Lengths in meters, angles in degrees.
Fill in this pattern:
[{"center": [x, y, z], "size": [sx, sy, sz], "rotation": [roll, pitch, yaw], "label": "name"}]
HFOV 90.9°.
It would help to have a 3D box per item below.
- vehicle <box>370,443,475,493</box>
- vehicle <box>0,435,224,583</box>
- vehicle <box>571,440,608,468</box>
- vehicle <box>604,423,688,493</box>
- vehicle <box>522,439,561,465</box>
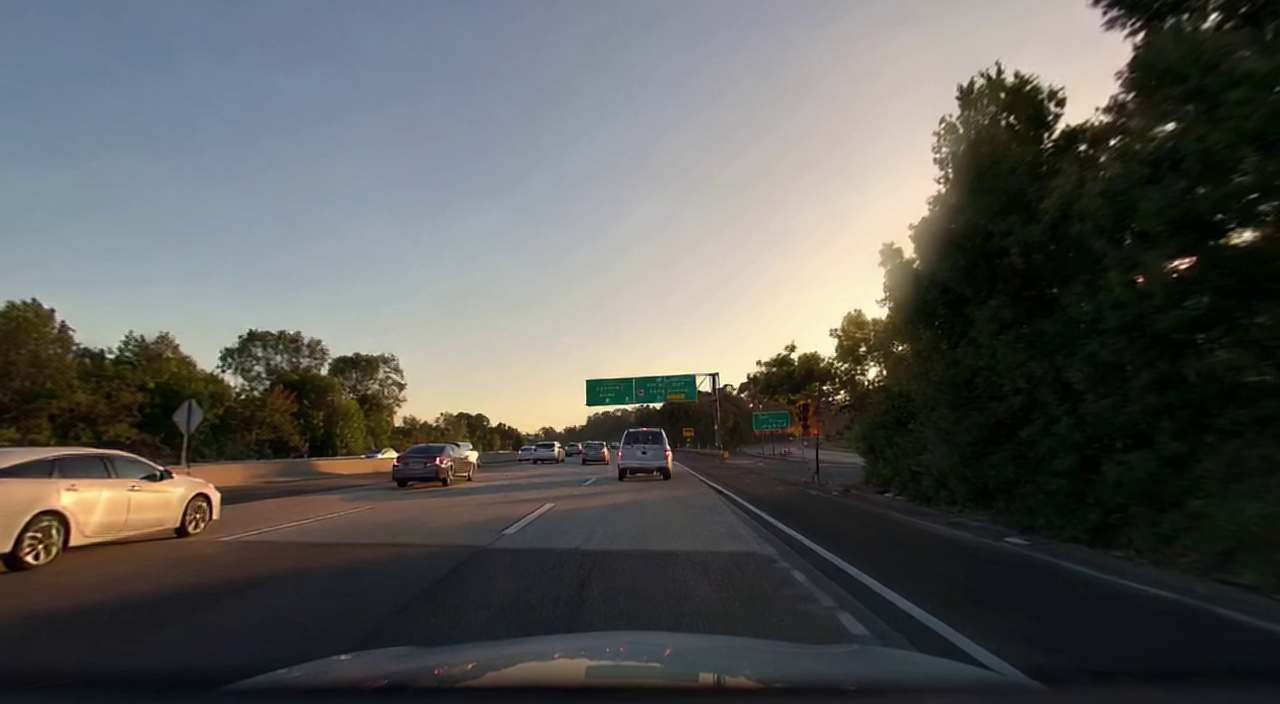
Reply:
[{"center": [-7.028, 3.770, 20.861], "size": [1.869, 1.466, 4.217], "rotation": [0, -9, 1], "label": "vehicle"}, {"center": [-7.298, 1.735, 7.410], "size": [1.864, 1.458, 4.295], "rotation": [0, -9, 0], "label": "vehicle"}, {"center": [-3.151, 6.440, 39.981], "size": [1.952, 1.649, 4.131], "rotation": [0, -9, 1], "label": "vehicle"}, {"center": [0.170, 3.032, 18.203], "size": [2.152, 1.779, 3.924], "rotation": [0, -9, 1], "label": "vehicle"}, {"center": [-7.159, 7.333, 46.444], "size": [2.106, 1.816, 4.936], "rotation": [0, -9, 0], "label": "vehicle"}]
